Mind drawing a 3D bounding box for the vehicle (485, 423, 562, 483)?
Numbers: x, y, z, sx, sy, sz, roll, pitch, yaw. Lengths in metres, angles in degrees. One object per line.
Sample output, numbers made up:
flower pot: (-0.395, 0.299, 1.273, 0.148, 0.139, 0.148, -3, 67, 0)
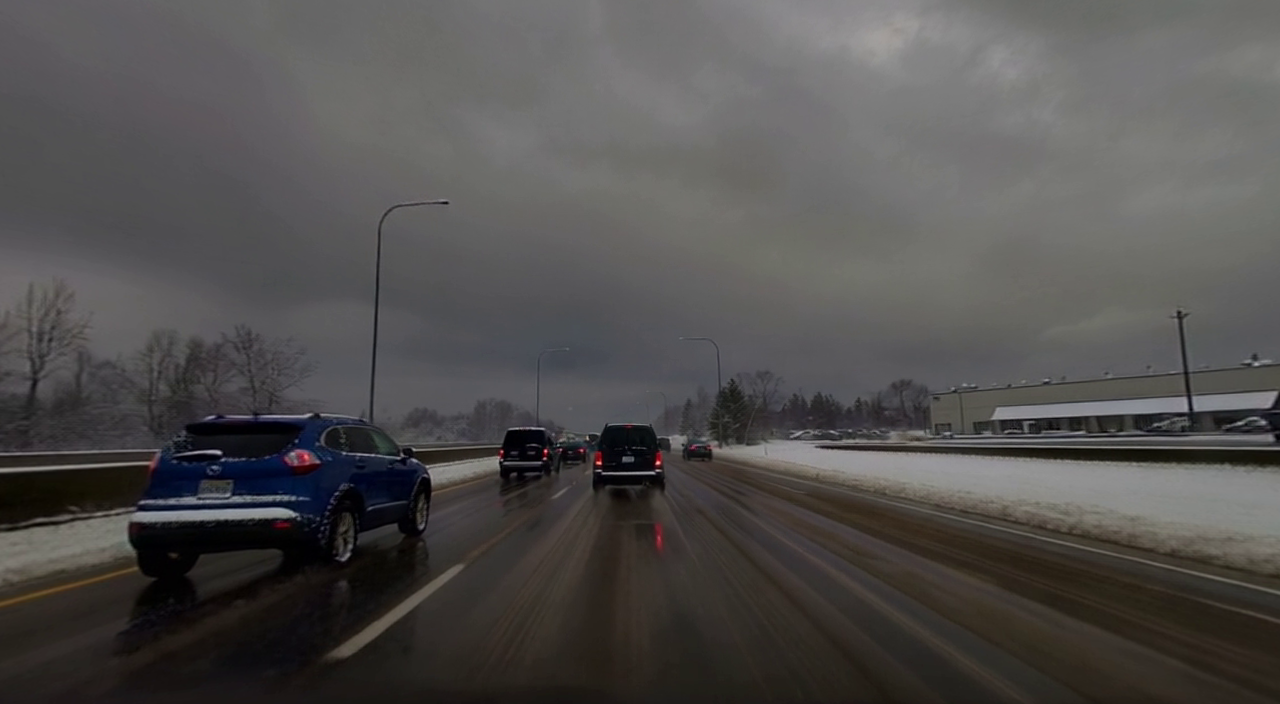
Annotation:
vehicle: (-4.072, 3.619, 22.787, 2.038, 1.936, 4.300, 0, -8, -1)

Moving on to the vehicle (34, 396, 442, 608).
vehicle: (-3.971, 1.529, 7.374, 1.972, 1.703, 4.333, 0, -8, -1)

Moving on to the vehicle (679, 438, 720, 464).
vehicle: (3.665, 6.127, 39.218, 1.999, 1.494, 3.833, 0, -8, -3)

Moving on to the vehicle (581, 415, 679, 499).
vehicle: (-0.290, 2.766, 16.915, 2.304, 1.925, 4.282, 0, -8, -1)
